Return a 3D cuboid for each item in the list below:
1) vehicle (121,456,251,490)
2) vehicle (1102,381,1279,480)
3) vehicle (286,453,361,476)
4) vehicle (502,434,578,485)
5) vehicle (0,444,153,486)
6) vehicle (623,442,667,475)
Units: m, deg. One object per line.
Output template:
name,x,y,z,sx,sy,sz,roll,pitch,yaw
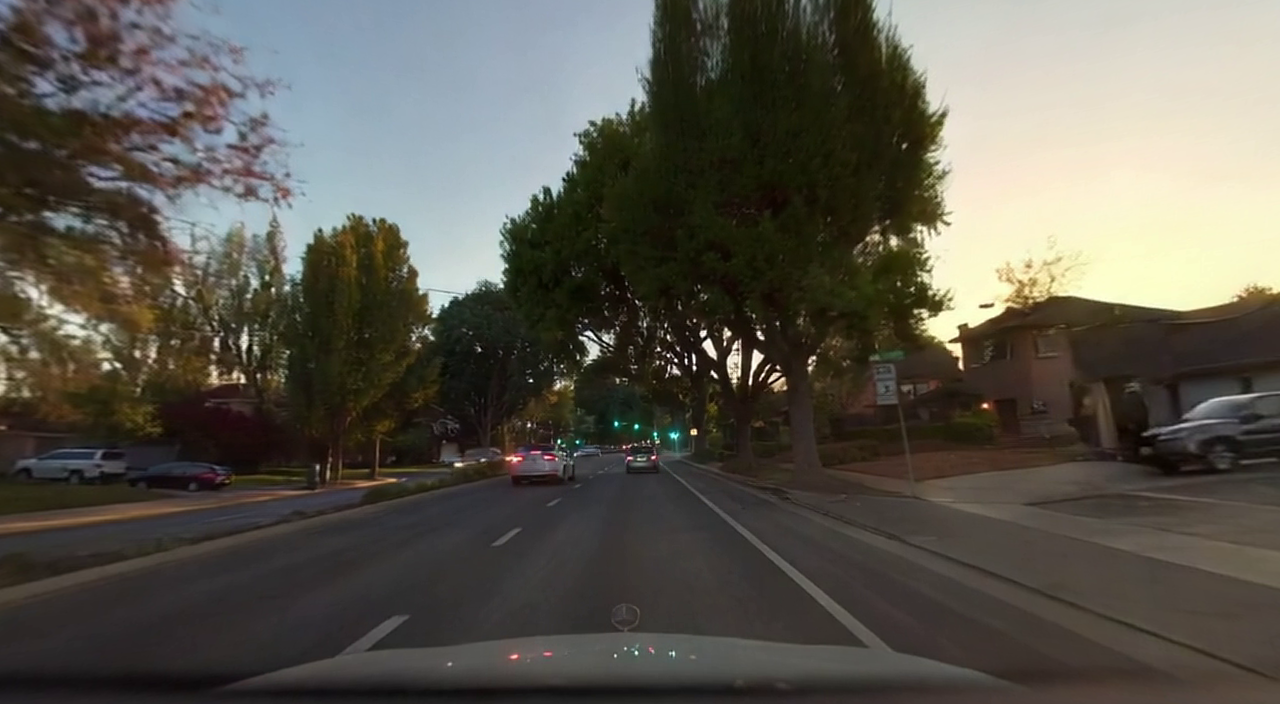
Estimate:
vehicle,-22.015,5.874,30.802,4.792,1.551,1.931,0,-8,-1
vehicle,15.651,1.822,15.681,6.374,2.098,2.415,-3,-8,-1
vehicle,-22.792,8.118,45.598,4.460,1.546,1.853,-1,-8,7
vehicle,-3.692,4.074,24.241,2.157,1.771,4.452,0,-8,1
vehicle,-27.743,5.552,31.206,5.466,1.963,2.174,0,-8,0
vehicle,0.223,5.246,31.329,2.062,1.518,3.901,0,-8,0
